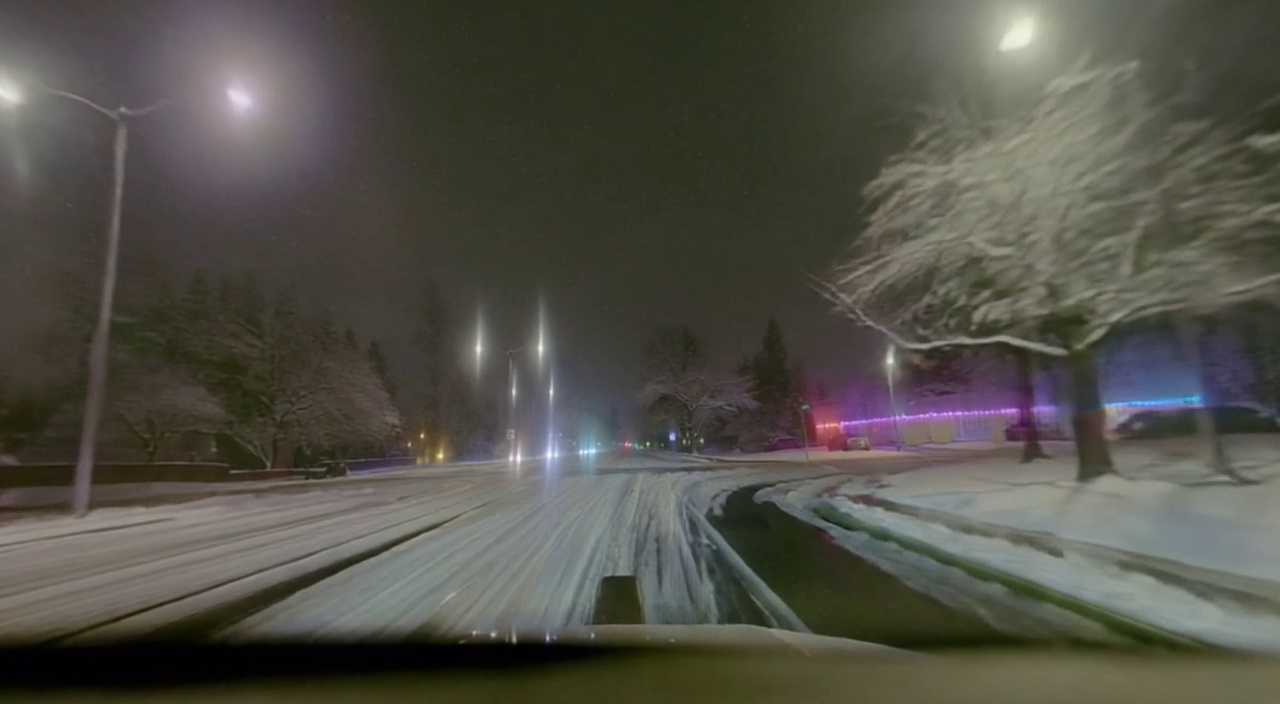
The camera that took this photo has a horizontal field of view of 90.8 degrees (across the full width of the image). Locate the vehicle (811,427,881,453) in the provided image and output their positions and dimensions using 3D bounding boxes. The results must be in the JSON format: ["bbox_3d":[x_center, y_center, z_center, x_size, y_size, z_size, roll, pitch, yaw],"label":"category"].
[{"bbox_3d":[15.182,6.506,46.640,4.268,1.589,2.156,-2,-10,-6],"label":"vehicle"}]

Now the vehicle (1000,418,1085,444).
[{"bbox_3d":[30.148,5.888,47.423,4.934,1.910,2.165,0,-6,-3],"label":"vehicle"}]

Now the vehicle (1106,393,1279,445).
[{"bbox_3d":[22.207,2.689,25.328,5.135,1.964,2.402,0,-6,0],"label":"vehicle"}]
